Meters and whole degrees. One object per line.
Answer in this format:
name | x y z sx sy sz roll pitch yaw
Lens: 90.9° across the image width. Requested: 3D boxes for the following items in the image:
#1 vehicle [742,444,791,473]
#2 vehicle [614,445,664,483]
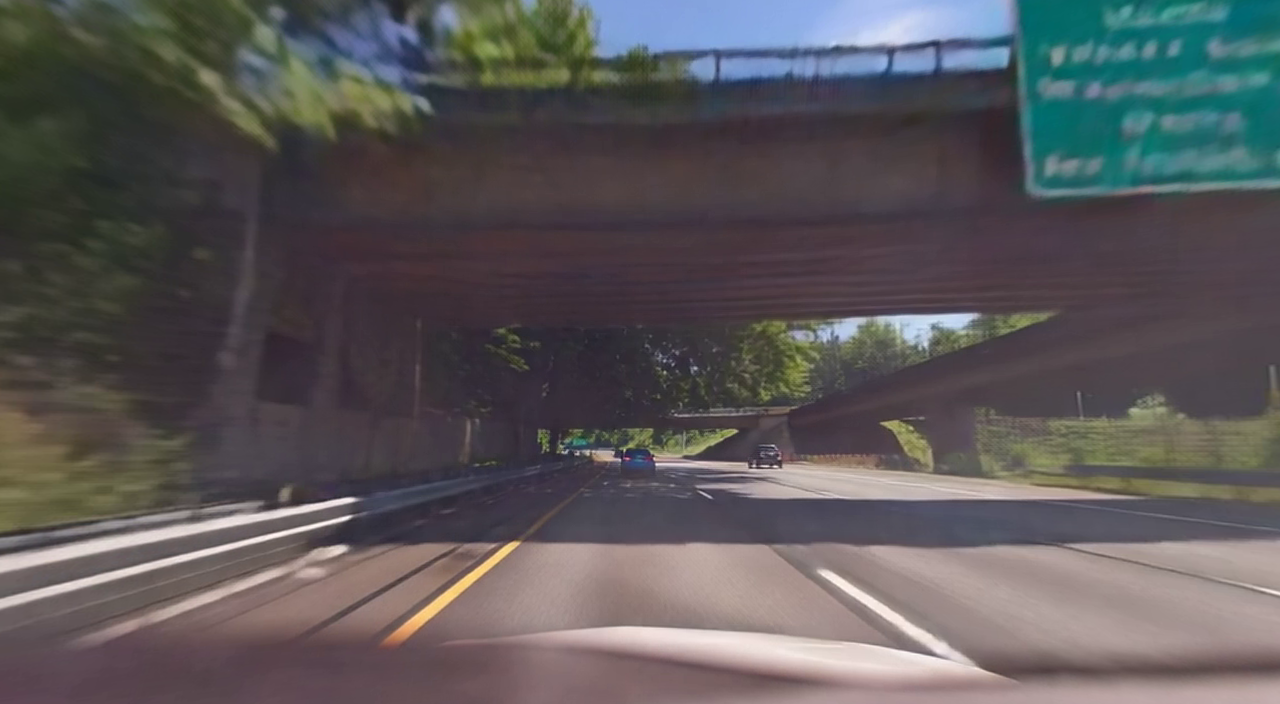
vehicle | 7.486 6.348 37.679 2.006 1.639 4.087 0 -9 -1
vehicle | -0.084 4.932 28.022 2.069 1.523 4.012 0 -9 -1
